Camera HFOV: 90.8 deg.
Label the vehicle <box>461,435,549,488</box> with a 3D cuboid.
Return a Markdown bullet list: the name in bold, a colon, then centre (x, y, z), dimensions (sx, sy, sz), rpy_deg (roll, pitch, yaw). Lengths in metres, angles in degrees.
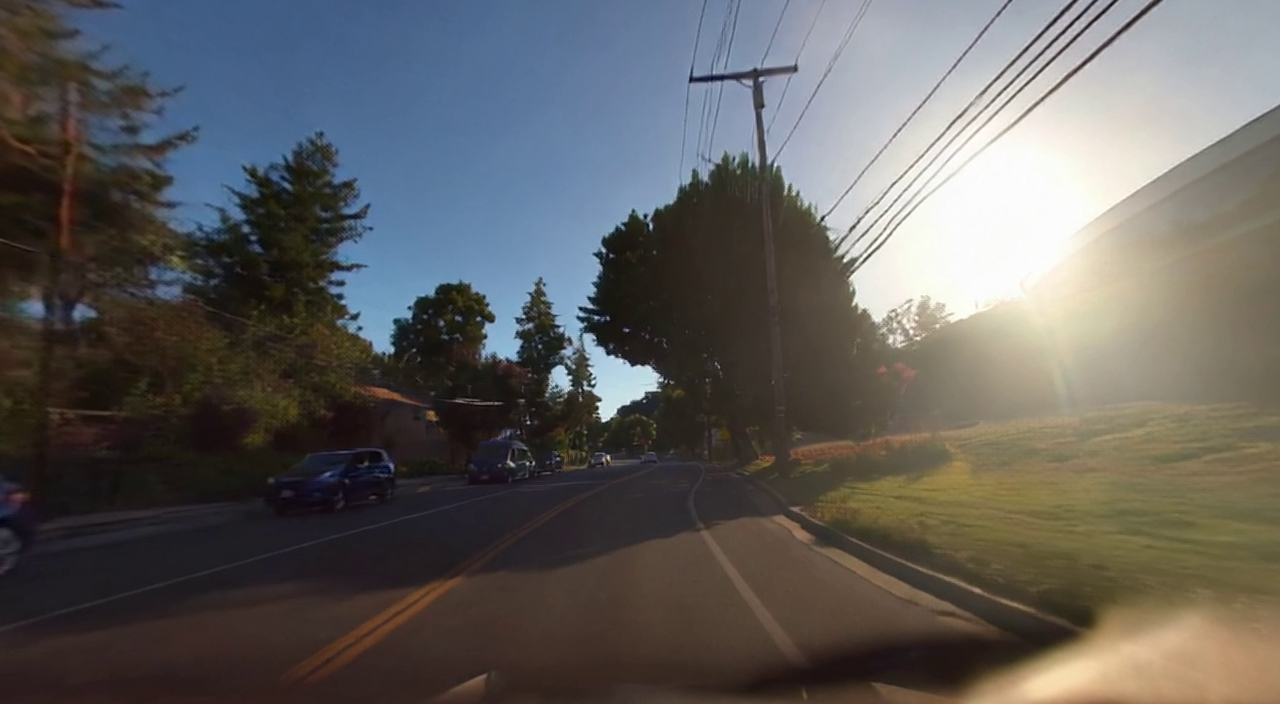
- **vehicle**: centre (-6.003, 4.951, 28.809), dimensions (2.295, 1.989, 5.055), rpy_deg (-6, -10, 6)

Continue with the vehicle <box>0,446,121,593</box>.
- **vehicle**: centre (-7.657, 1.560, 5.855), dimensions (1.840, 1.523, 4.333), rpy_deg (2, -11, 2)

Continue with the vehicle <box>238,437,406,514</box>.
- **vehicle**: centre (-7.419, 3.006, 15.290), dimensions (1.927, 1.542, 3.886), rpy_deg (-2, -12, 2)
